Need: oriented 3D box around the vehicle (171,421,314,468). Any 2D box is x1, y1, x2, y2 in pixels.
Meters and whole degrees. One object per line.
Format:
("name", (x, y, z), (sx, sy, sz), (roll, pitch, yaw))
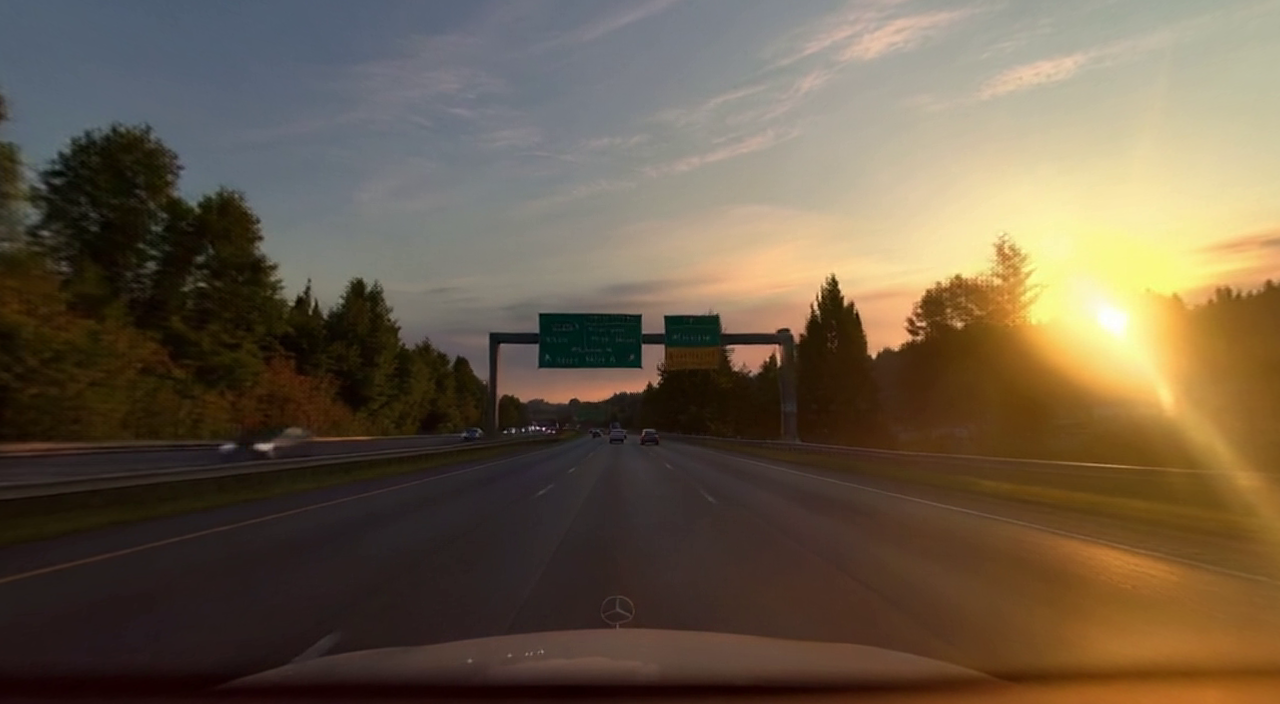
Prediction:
("vehicle", (-13.587, 3.185, 21.968), (1.916, 1.461, 4.780), (0, -8, -1))
